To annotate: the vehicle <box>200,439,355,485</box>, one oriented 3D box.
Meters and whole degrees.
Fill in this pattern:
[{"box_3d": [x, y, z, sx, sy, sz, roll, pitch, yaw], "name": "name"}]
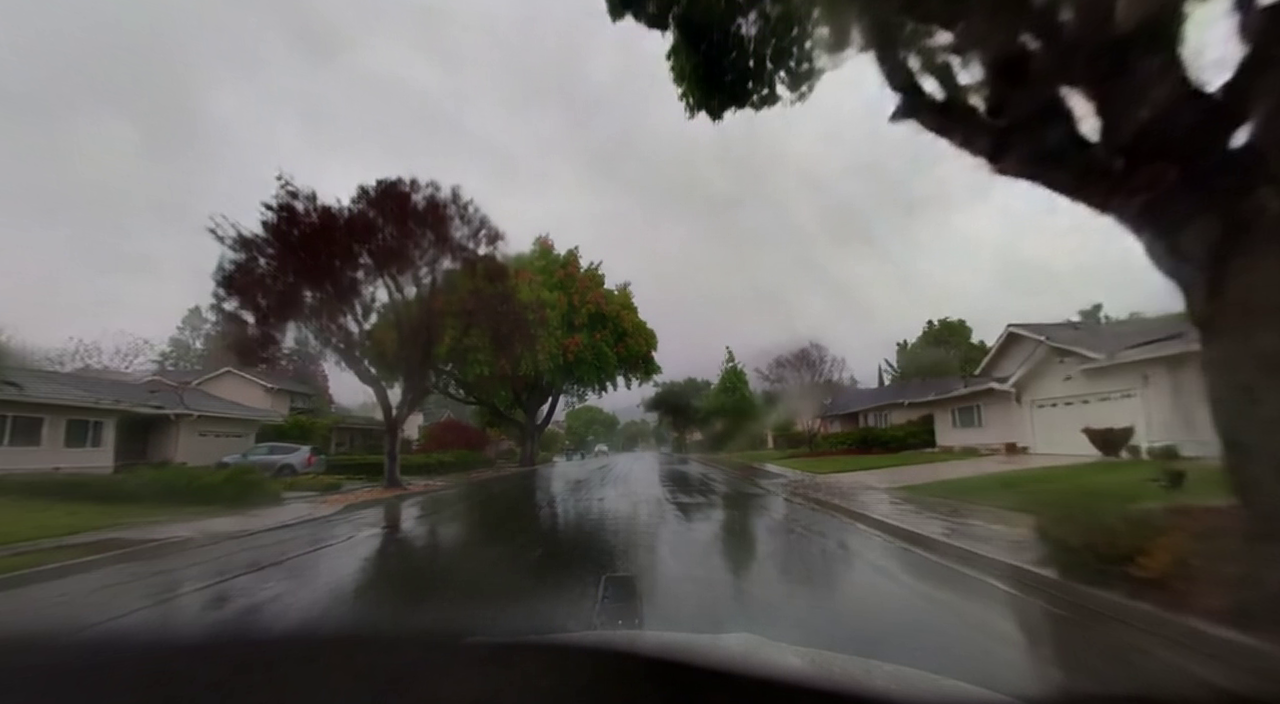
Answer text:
[{"box_3d": [-13.983, 4.273, 24.476, 4.850, 1.676, 1.920, -1, -9, 3], "name": "vehicle"}]
